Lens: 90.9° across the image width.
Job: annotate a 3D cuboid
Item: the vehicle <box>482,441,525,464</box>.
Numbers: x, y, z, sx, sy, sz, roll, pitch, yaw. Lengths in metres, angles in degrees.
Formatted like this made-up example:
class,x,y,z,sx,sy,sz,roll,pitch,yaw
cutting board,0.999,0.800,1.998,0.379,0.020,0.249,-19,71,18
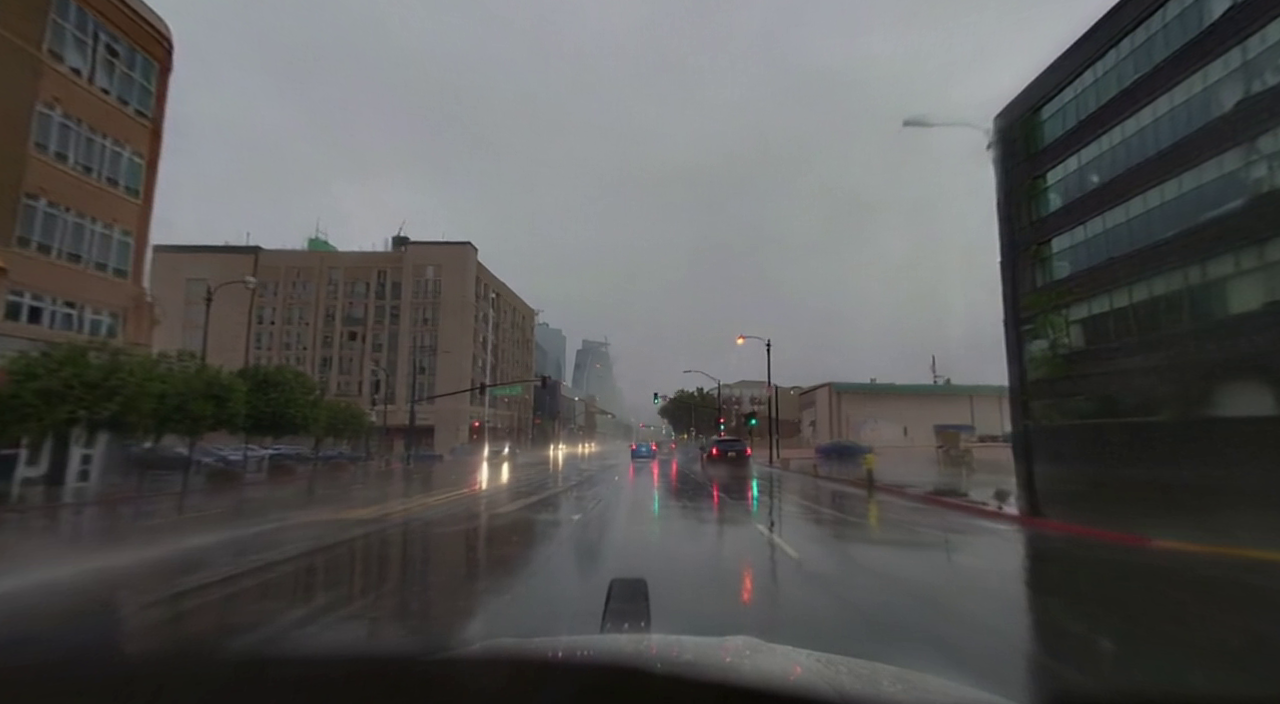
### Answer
class,x,y,z,sx,sy,sz,roll,pitch,yaw
vehicle,-10.453,7.711,48.635,2.232,1.669,4.354,-1,-8,1

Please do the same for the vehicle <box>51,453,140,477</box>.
class,x,y,z,sx,sy,sz,roll,pitch,yaw
vehicle,-37.693,7.785,43.698,4.180,1.573,2.145,0,-9,2

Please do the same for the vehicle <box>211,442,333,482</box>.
class,x,y,z,sx,sy,sz,roll,pitch,yaw
vehicle,-19.954,5.959,34.376,5.223,2.060,2.247,0,-8,1

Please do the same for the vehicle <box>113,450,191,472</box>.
class,x,y,z,sx,sy,sz,roll,pitch,yaw
vehicle,-37.791,8.452,48.878,4.234,1.573,2.229,-1,-8,0

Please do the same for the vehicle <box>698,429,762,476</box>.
class,x,y,z,sx,sy,sz,roll,pitch,yaw
vehicle,3.958,4.544,28.640,2.159,1.938,4.836,0,-8,0

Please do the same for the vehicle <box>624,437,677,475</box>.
class,x,y,z,sx,sy,sz,roll,pitch,yaw
vehicle,0.448,4.740,29.011,2.245,1.587,4.094,0,-8,0
